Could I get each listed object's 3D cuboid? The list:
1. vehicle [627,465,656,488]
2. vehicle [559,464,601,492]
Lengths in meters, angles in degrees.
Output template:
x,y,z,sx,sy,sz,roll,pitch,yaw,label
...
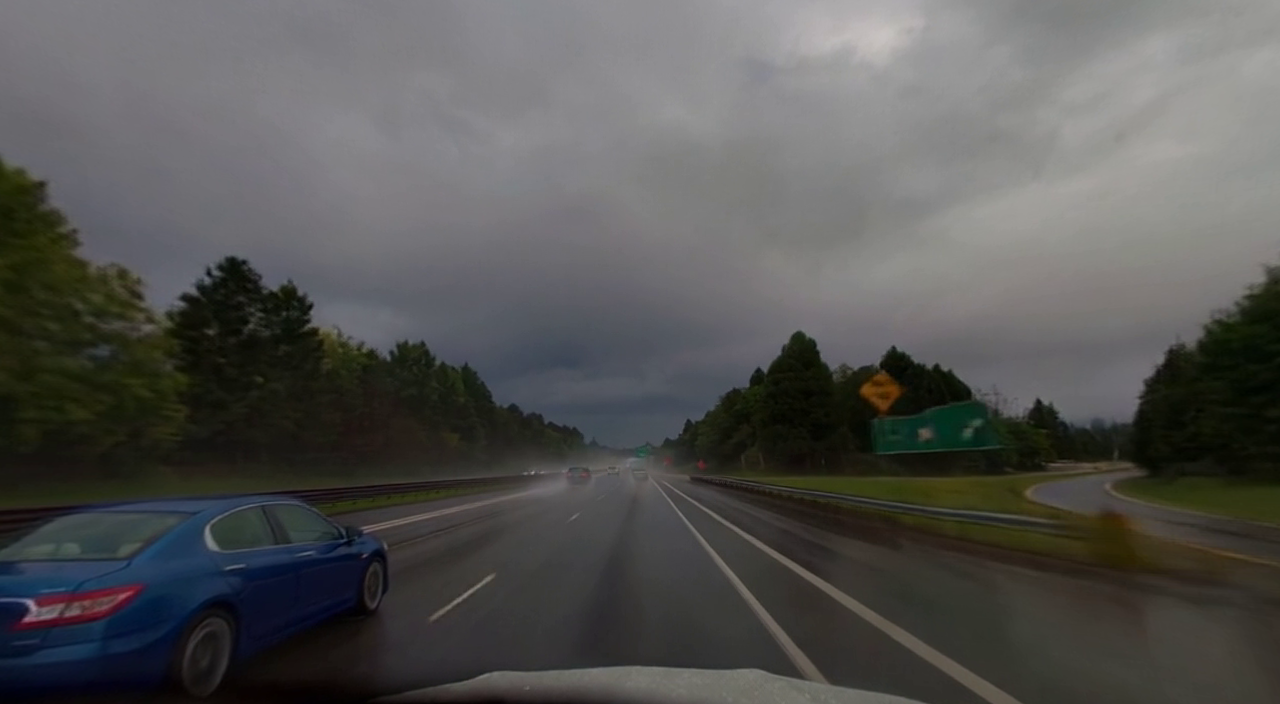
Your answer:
x,y,z,sx,sy,sz,roll,pitch,yaw,label
0.111,9.105,46.115,2.065,1.596,3.869,1,-11,0,vehicle
-3.589,7.679,38.493,2.047,1.523,4.279,1,-11,1,vehicle
